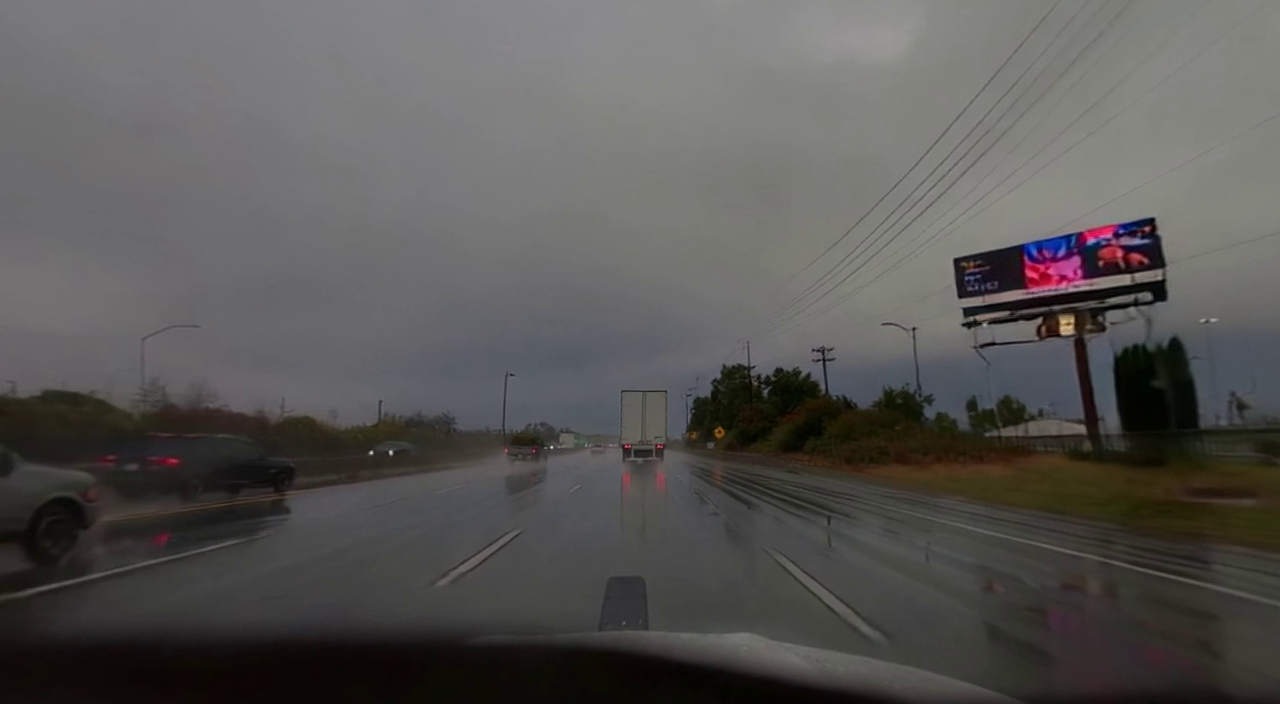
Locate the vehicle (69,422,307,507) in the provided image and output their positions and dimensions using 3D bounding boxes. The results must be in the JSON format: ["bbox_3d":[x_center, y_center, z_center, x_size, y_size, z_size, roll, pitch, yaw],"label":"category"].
[{"bbox_3d":[-11.012,2.779,16.074,2.010,1.766,5.365,0,-8,1],"label":"vehicle"}]

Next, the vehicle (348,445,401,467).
[{"bbox_3d":[-18.006,7.044,43.000,1.862,1.446,3.826,0,-8,2],"label":"vehicle"}]

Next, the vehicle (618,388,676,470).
[{"bbox_3d":[0.596,4.650,37.047,2.879,4.027,11.243,-1,-8,2],"label":"vehicle"}]

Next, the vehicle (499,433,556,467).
[{"bbox_3d":[-6.736,5.948,38.450,2.263,1.936,5.802,0,-8,1],"label":"vehicle"}]

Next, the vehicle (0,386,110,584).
[{"bbox_3d":[-7.143,1.028,4.390,2.197,1.847,5.364,0,-8,0],"label":"vehicle"}]
